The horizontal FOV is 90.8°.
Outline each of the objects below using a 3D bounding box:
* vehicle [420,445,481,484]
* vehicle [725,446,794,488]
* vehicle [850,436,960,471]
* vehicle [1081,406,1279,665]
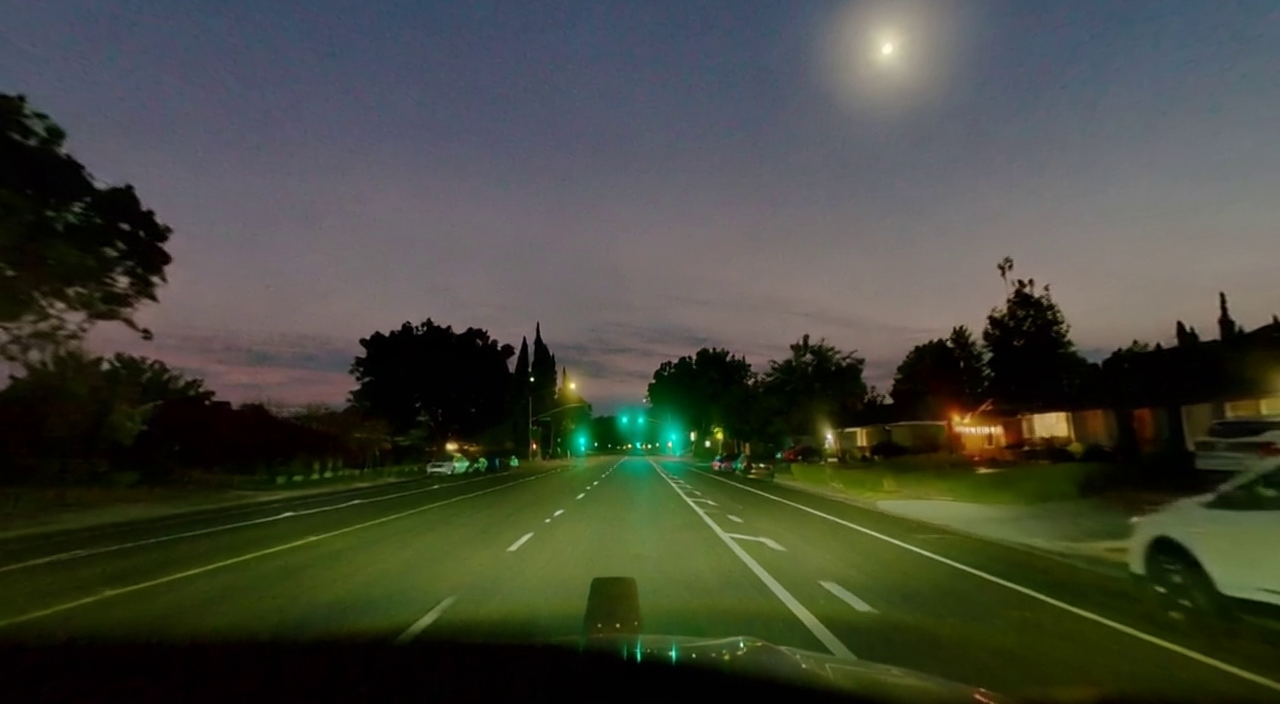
[{"bbox_3d":[-12.171,7.209,40.906,2.396,2.159,5.470,-2,-8,-1],"label":"vehicle"},{"bbox_3d":[4.905,4.789,26.768,1.900,1.608,5.037,0,-8,0],"label":"vehicle"},{"bbox_3d":[13.752,5.299,33.000,4.789,1.556,1.897,-3,-8,1],"label":"vehicle"},{"bbox_3d":[5.228,1.155,3.799,2.001,1.693,4.311,0,-9,0],"label":"vehicle"}]
